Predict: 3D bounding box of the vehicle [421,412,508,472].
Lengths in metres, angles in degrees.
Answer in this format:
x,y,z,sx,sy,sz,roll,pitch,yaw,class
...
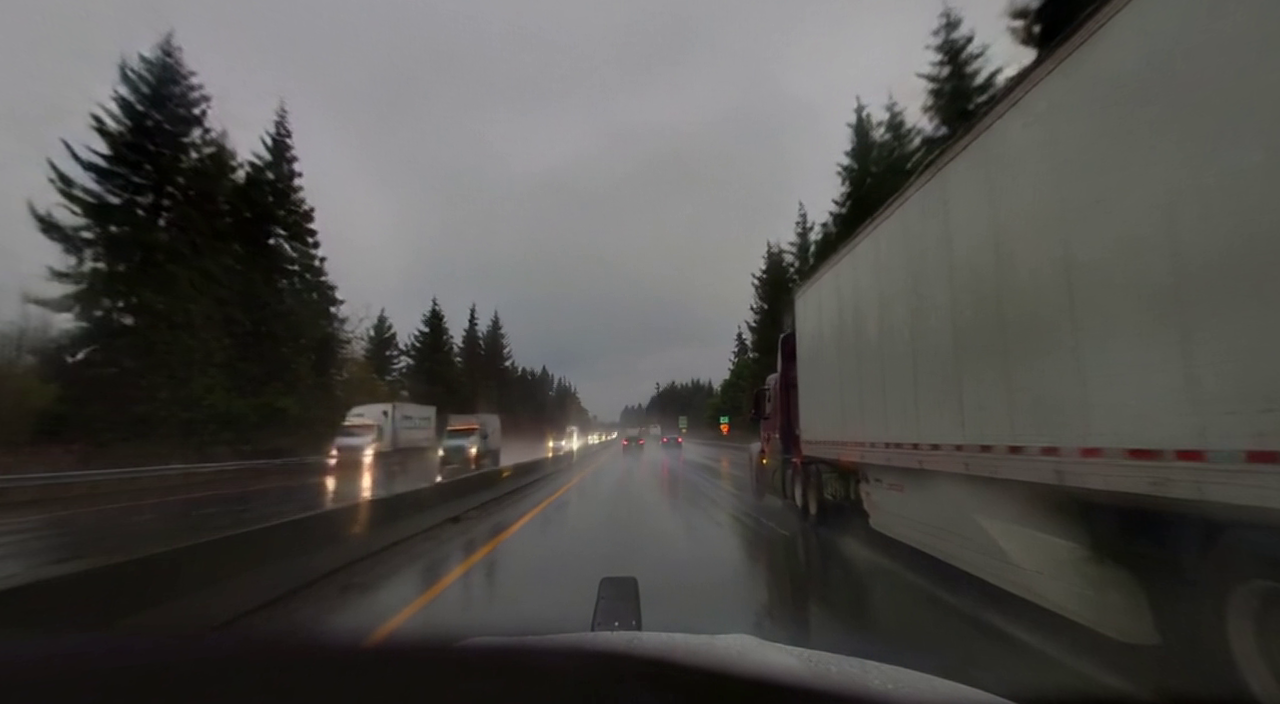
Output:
x,y,z,sx,sy,sz,roll,pitch,yaw,class
-8.179,4.283,30.193,2.229,2.505,6.530,0,-8,0,vehicle

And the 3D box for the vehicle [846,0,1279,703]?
x,y,z,sx,sy,sz,roll,pitch,yaw,class
4.010,-0.638,0.127,3.038,3.975,13.887,0,-8,-1,vehicle

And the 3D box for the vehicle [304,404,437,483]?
x,y,z,sx,sy,sz,roll,pitch,yaw,class
-12.430,4.300,30.125,2.853,3.219,8.270,0,-7,-2,vehicle
